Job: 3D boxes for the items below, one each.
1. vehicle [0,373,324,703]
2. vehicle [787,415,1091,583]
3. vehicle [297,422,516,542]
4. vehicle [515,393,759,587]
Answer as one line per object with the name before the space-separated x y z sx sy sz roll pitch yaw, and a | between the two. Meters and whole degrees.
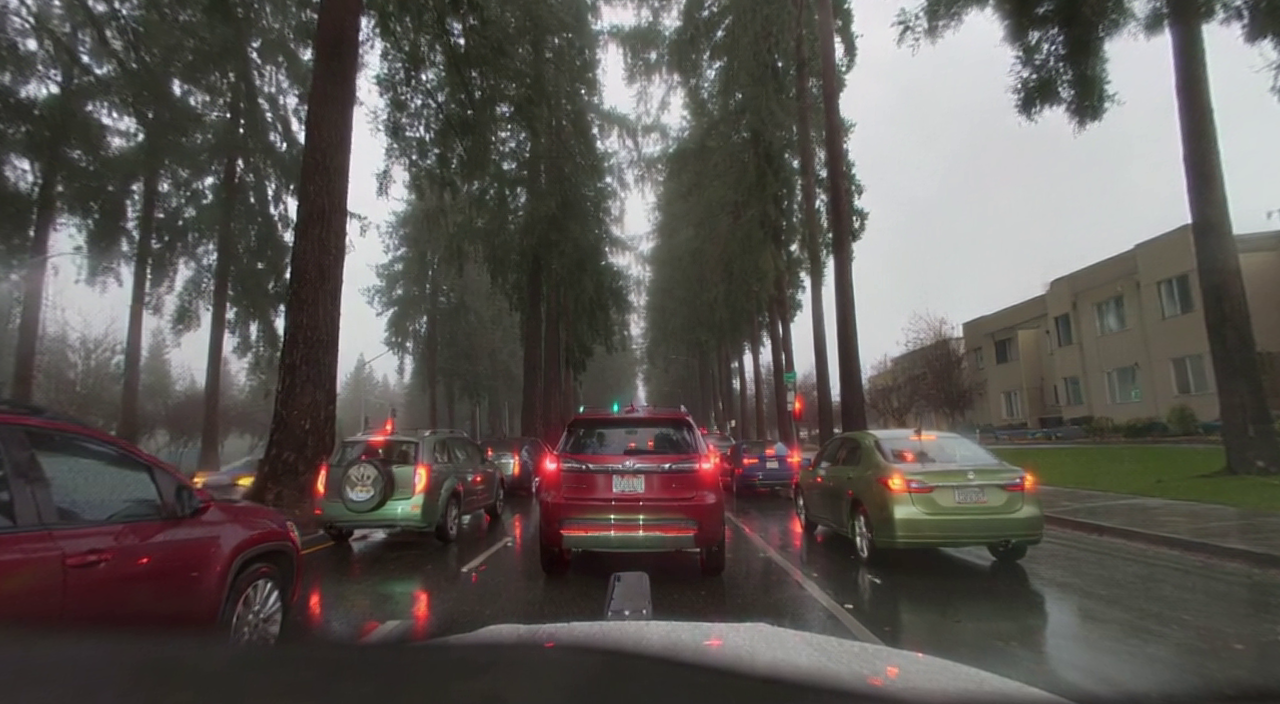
vehicle | -3.776 0.995 3.295 1.929 1.641 4.193 0 -8 2
vehicle | 3.275 1.670 7.872 1.922 1.579 3.642 0 -8 -1
vehicle | -3.657 2.112 10.917 2.042 1.641 4.314 0 -8 1
vehicle | -0.009 1.549 7.797 2.193 1.744 4.033 0 -8 1
